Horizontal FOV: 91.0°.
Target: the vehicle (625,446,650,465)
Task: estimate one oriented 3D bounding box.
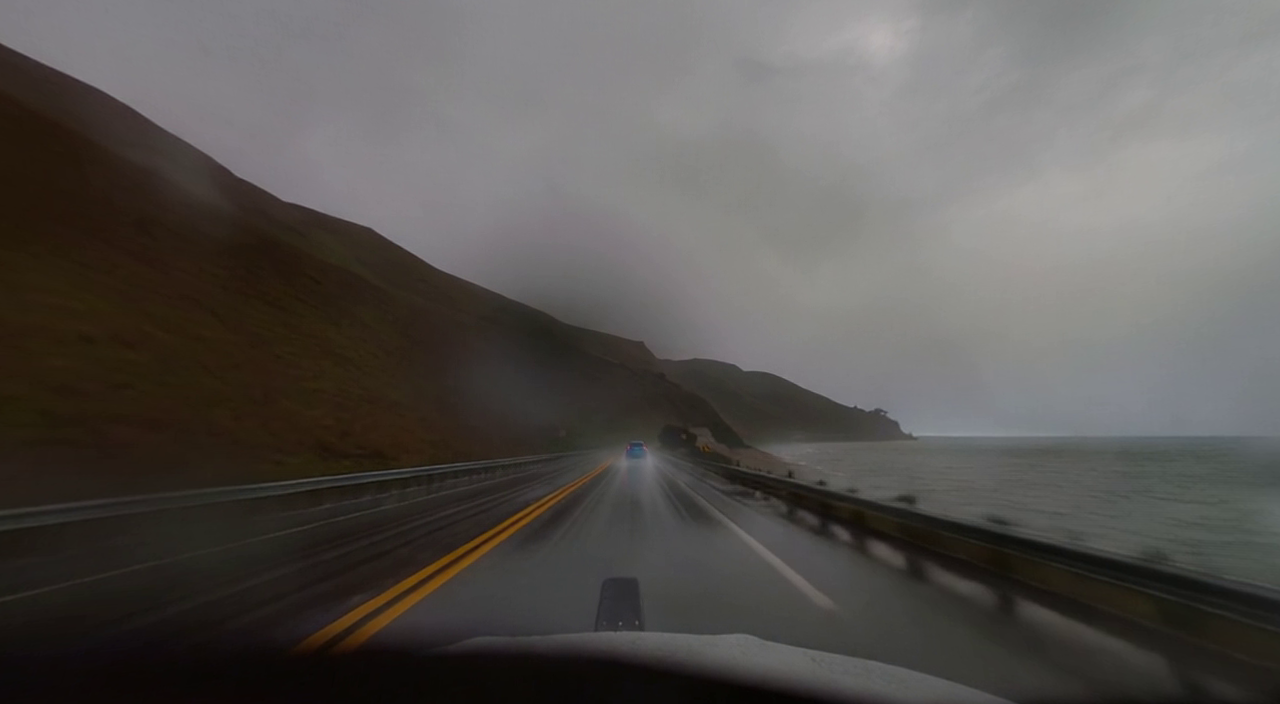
[{"bbox_3d":[-0.233,8.132,49.670,1.912,1.430,3.811,0,-9,-1],"label":"vehicle"}]
